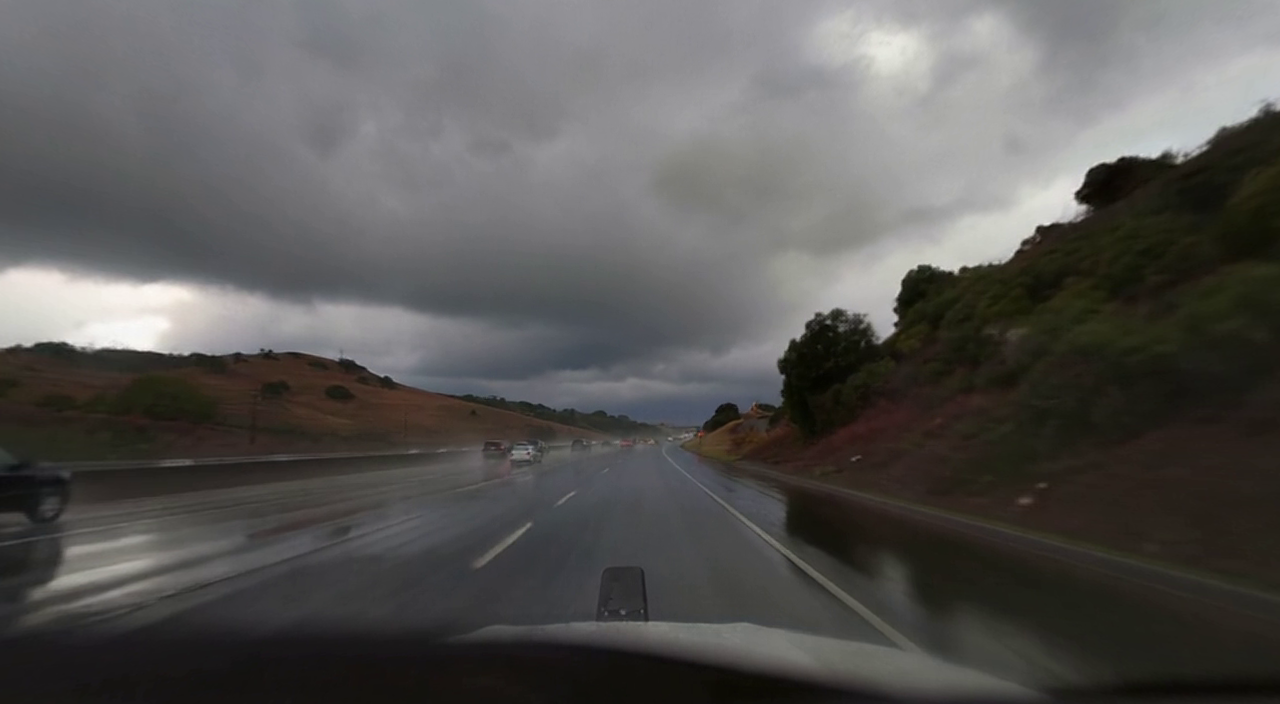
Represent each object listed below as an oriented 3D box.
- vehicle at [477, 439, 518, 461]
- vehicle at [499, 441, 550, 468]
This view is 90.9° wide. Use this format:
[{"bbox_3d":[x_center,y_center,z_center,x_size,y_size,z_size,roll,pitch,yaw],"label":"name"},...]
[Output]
[{"bbox_3d":[-11.141,7.702,49.476,2.020,1.645,4.629,0,-9,1],"label":"vehicle"},{"bbox_3d":[-6.851,6.102,37.822,2.107,1.484,4.449,0,-9,1],"label":"vehicle"}]
